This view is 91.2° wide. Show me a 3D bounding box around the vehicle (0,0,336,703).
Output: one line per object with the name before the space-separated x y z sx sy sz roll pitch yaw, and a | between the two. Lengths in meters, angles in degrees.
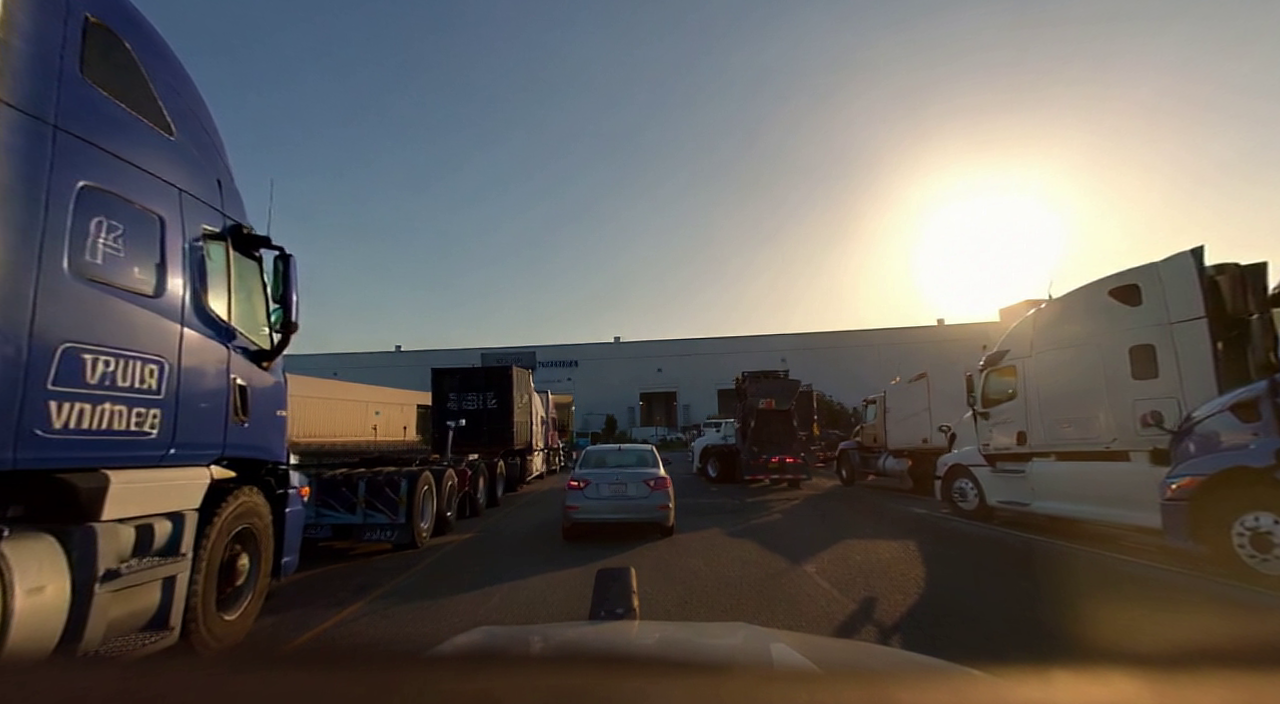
vehicle | -3.953 -0.190 0.456 2.986 3.391 9.523 0 -9 -2

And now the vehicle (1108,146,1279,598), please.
vehicle | 11.163 -0.364 3.108 13.564 4.152 3.110 -9 -12 42

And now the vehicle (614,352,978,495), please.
vehicle | 4.738 2.987 24.497 2.877 4.124 14.516 4 -10 -41

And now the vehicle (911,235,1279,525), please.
vehicle | 10.744 0.458 9.733 11.409 4.186 2.923 -8 -12 41

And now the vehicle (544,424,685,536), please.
vehicle | -0.402 2.270 11.631 2.140 1.682 3.971 0 -9 0
